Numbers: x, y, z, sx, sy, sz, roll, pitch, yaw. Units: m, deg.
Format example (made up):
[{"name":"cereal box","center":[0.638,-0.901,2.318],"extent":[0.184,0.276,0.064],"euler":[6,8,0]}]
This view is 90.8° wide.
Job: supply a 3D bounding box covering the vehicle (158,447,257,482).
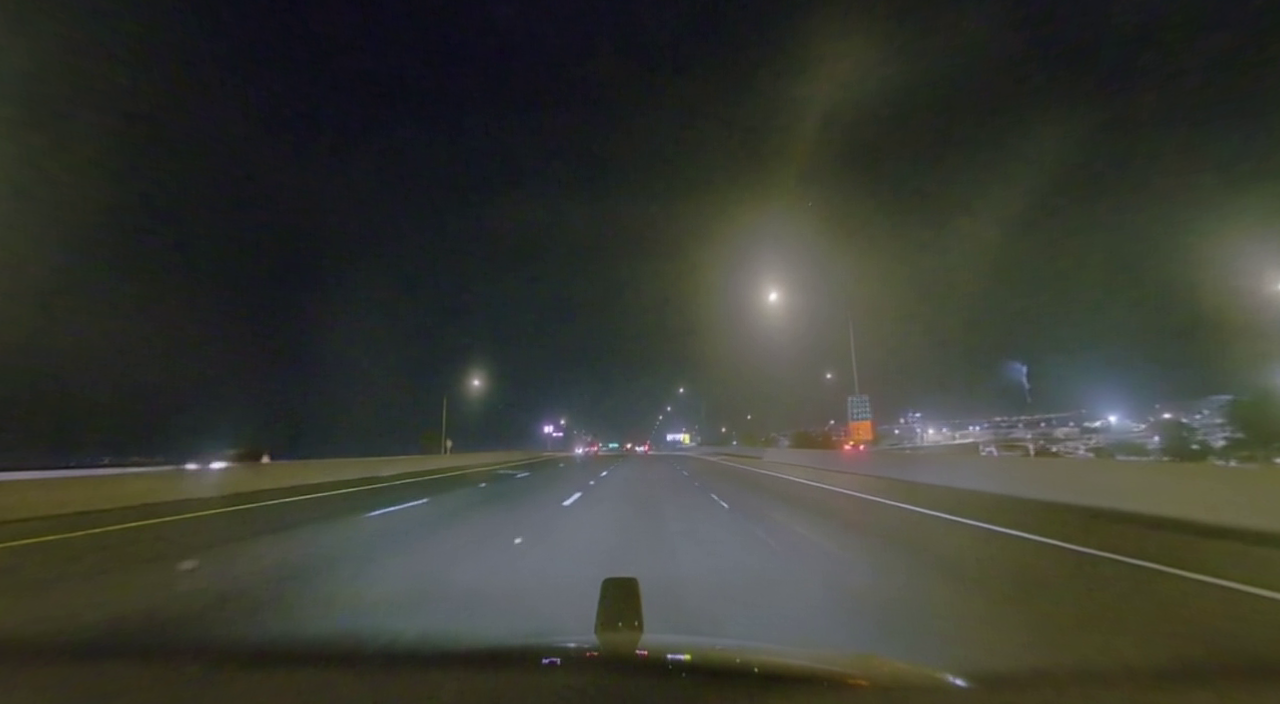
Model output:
[{"name":"vehicle","center":[-24.000,6.213,35.292],"extent":[2.082,1.771,4.818],"euler":[0,-8,0]}]
